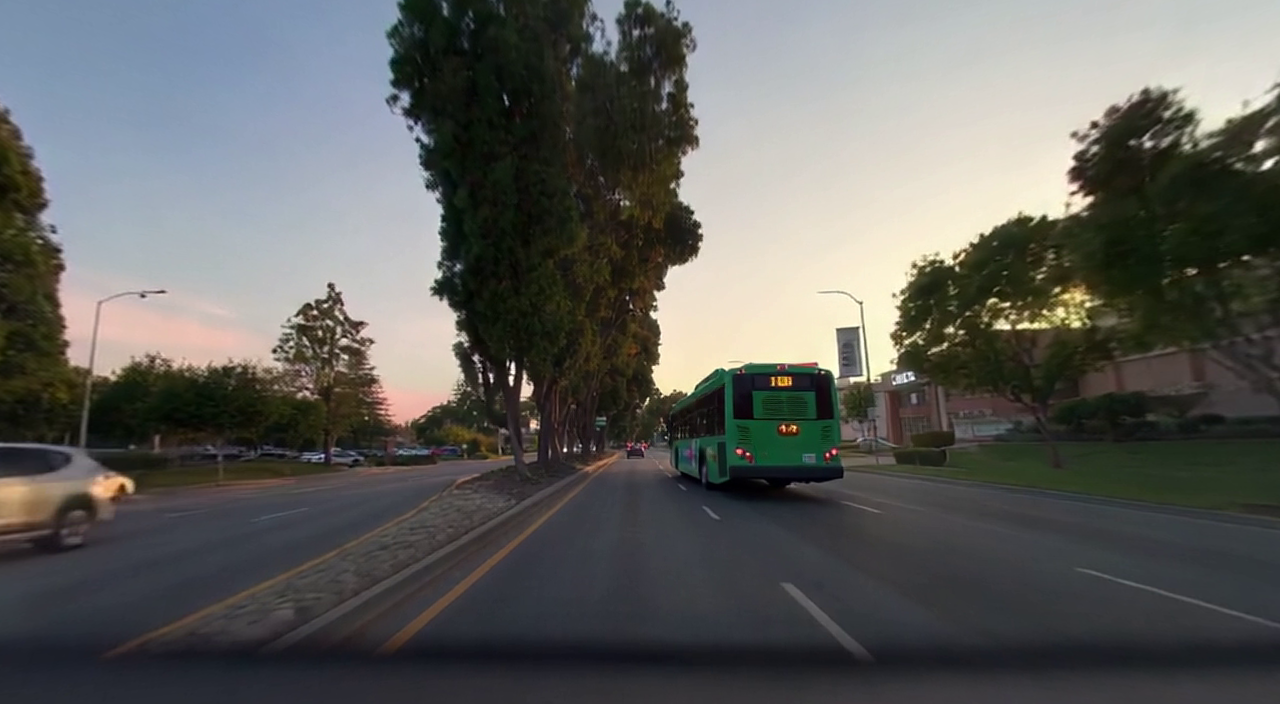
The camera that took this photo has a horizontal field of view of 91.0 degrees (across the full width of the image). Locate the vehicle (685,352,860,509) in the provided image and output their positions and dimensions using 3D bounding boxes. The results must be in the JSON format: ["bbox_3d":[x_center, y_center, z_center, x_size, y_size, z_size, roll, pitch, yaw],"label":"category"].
[{"bbox_3d":[3.110,2.313,17.965,2.766,3.306,9.281,0,-8,-1],"label":"vehicle"}]

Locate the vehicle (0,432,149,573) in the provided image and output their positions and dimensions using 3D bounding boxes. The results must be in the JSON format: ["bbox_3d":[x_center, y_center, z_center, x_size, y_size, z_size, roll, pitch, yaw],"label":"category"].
[{"bbox_3d":[-8.661,1.798,7.558,2.170,1.657,4.327,0,-8,-4],"label":"vehicle"}]
